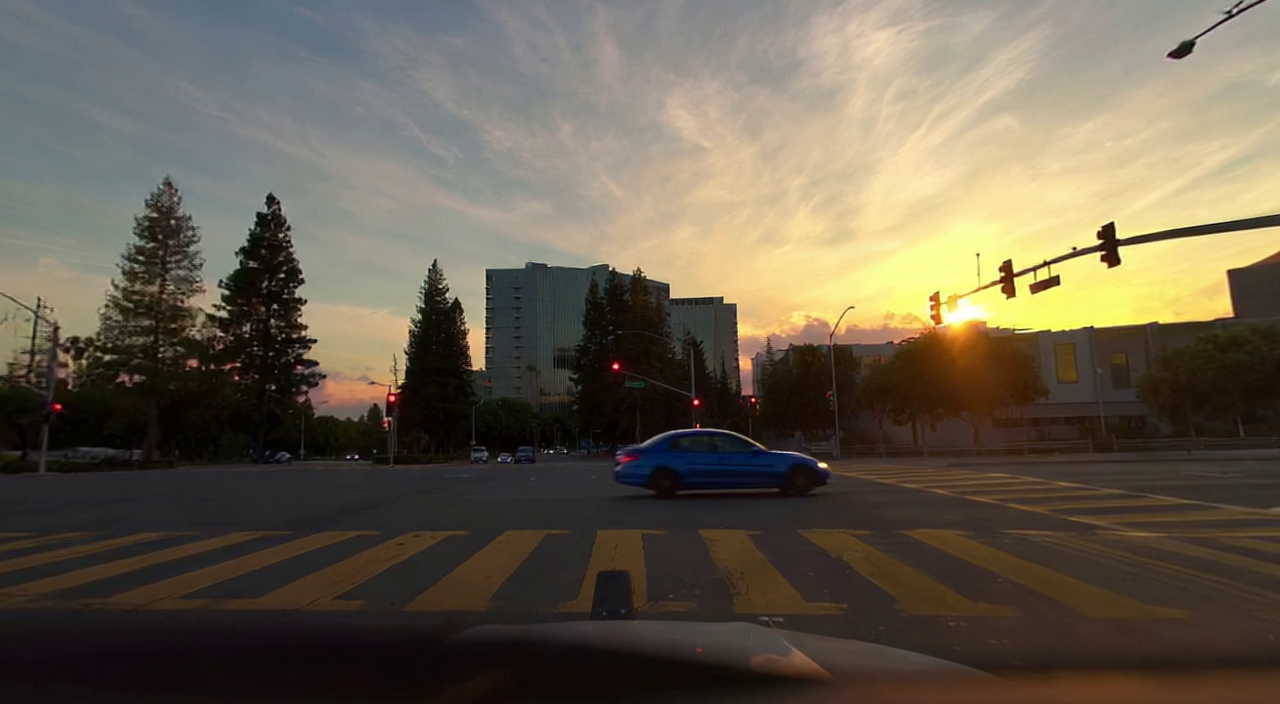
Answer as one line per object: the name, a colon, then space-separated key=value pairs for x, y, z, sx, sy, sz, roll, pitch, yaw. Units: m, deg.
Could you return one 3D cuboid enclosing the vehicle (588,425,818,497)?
vehicle: x=1.248 y=2.371 z=13.963 sx=4.736 sy=1.445 sz=1.933 roll=0 pitch=-8 yaw=-3
